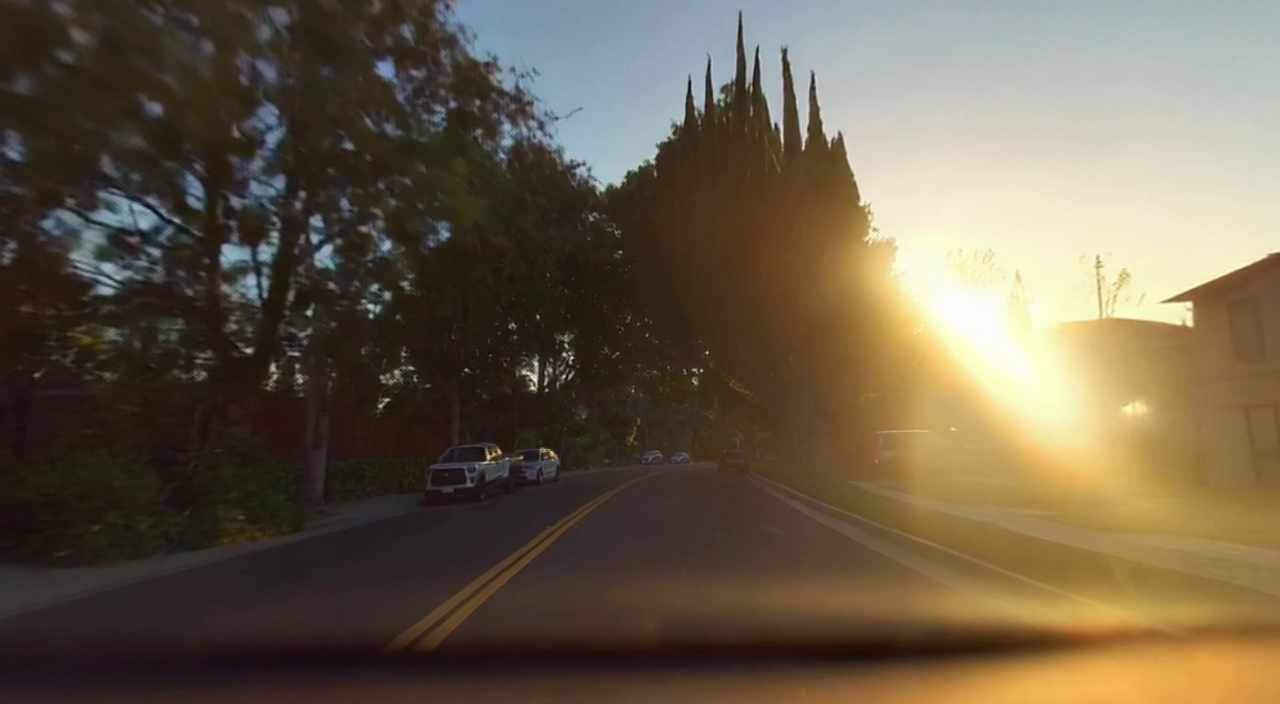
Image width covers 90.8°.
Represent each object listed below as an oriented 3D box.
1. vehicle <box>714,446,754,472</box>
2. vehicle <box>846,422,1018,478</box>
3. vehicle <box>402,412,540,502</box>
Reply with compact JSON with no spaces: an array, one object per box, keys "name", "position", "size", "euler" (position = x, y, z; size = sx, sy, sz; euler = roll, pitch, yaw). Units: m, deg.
[{"name":"vehicle","position":[5.495,6.169,36.614],"size":[1.948,1.408,4.345],"euler":[-2,-8,12]},{"name":"vehicle","position":[10.634,3.639,23.485],"size":[5.325,1.939,2.150],"euler":[-2,-8,10]},{"name":"vehicle","position":[-5.176,3.630,20.600],"size":[2.334,2.126,6.444],"euler":[-5,-15,3]}]
